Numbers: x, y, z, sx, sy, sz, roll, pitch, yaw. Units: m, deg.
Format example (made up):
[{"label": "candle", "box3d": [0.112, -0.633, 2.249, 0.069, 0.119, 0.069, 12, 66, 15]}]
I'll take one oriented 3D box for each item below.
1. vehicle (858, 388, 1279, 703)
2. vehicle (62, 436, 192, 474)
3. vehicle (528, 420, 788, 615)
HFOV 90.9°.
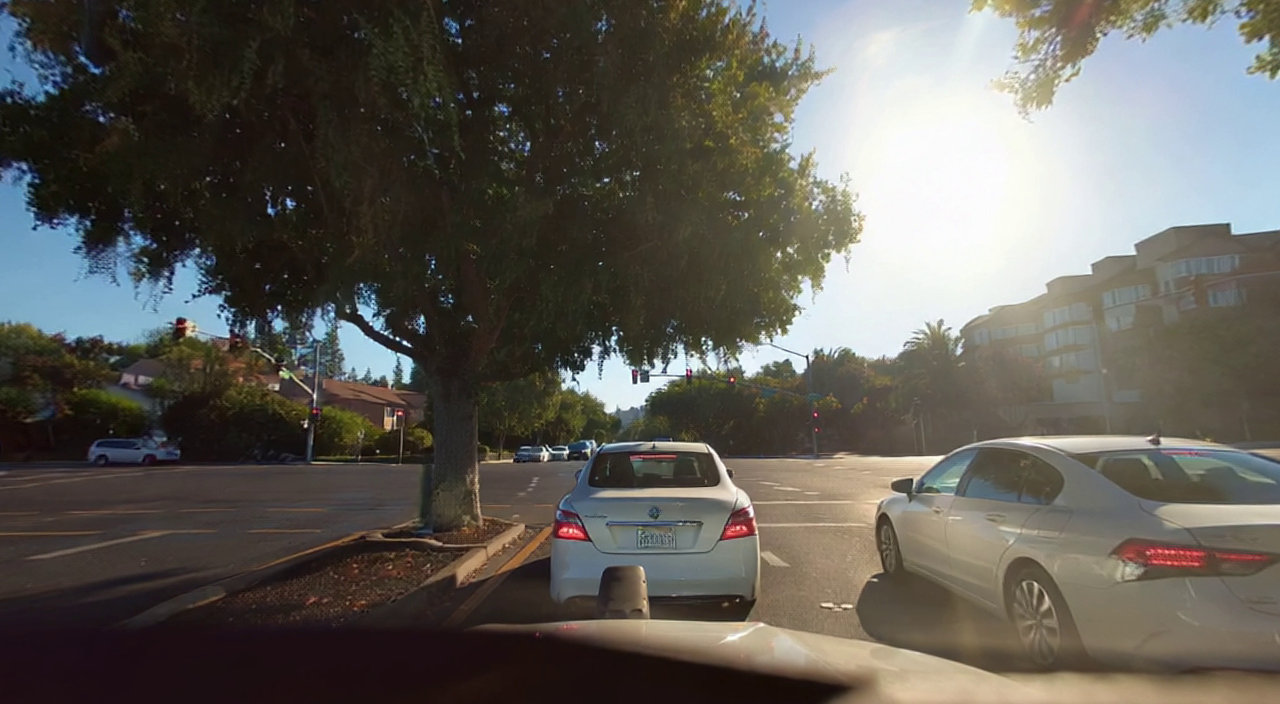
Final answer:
[{"label": "vehicle", "box3d": [3.175, 1.122, 3.893, 1.931, 1.493, 4.555, 0, -8, -1]}, {"label": "vehicle", "box3d": [-24.279, 4.871, 29.978, 4.450, 1.684, 1.894, 0, -8, 0]}, {"label": "vehicle", "box3d": [0.100, 1.565, 6.872, 2.017, 1.485, 3.813, 0, -8, -1]}]
